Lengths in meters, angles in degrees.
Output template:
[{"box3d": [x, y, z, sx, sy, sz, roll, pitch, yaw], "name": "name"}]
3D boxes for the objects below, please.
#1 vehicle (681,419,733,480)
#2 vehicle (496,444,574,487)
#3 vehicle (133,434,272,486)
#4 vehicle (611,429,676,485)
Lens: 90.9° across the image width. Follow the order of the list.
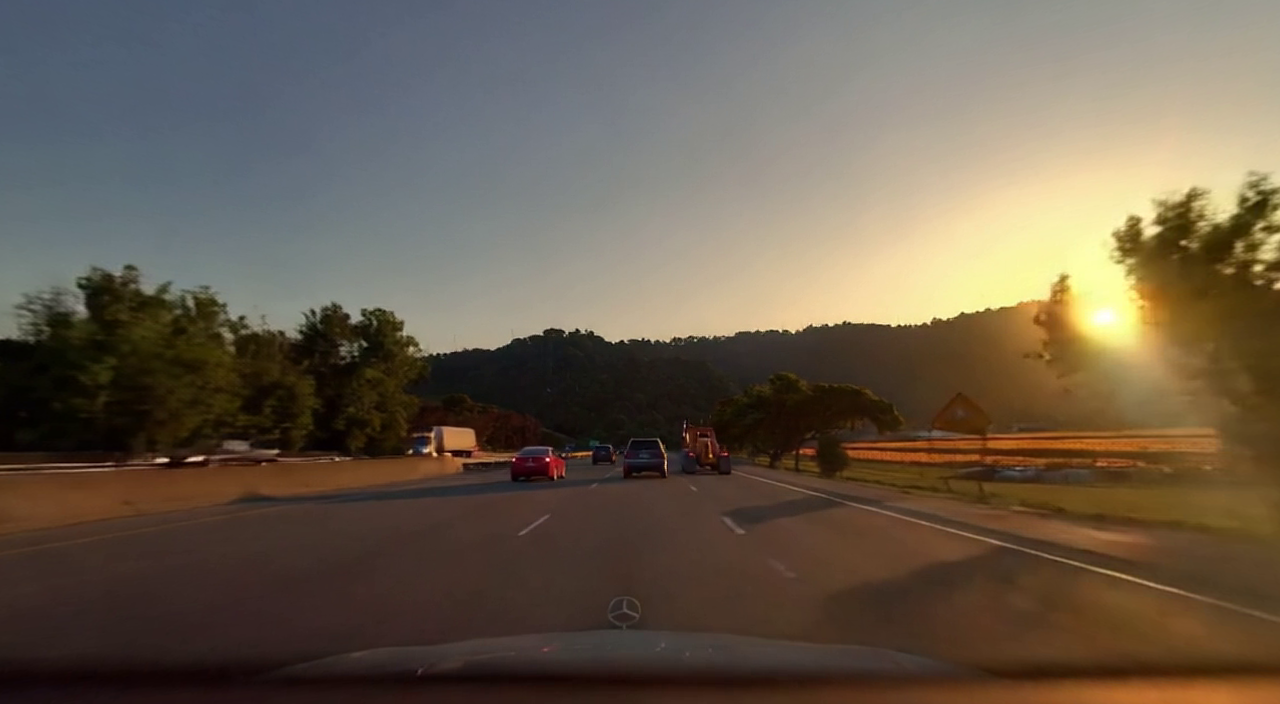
[{"box3d": [4.533, 6.869, 44.751, 2.793, 3.828, 9.580, 0, -9, 1], "name": "vehicle"}, {"box3d": [-3.872, 4.247, 23.980, 2.096, 1.469, 4.319, 0, -8, 2], "name": "vehicle"}, {"box3d": [-17.616, 4.351, 25.787, 1.992, 1.886, 5.013, 0, -8, 1], "name": "vehicle"}, {"box3d": [0.133, 4.089, 24.868, 2.308, 1.993, 4.631, 0, -8, 1], "name": "vehicle"}]
